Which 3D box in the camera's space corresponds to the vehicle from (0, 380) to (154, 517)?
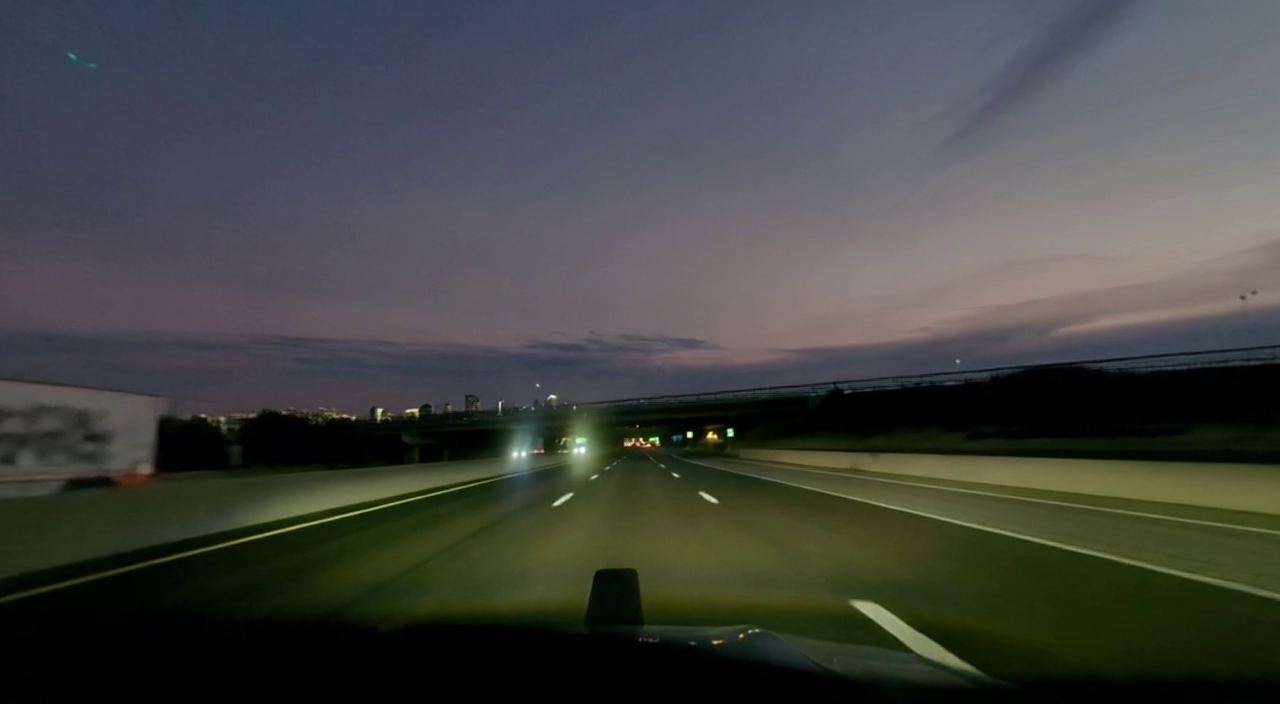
[{"bbox_3d":[-20.546,2.665,17.330,2.892,4.072,14.532,0,-9,-1],"label":"vehicle"}]
